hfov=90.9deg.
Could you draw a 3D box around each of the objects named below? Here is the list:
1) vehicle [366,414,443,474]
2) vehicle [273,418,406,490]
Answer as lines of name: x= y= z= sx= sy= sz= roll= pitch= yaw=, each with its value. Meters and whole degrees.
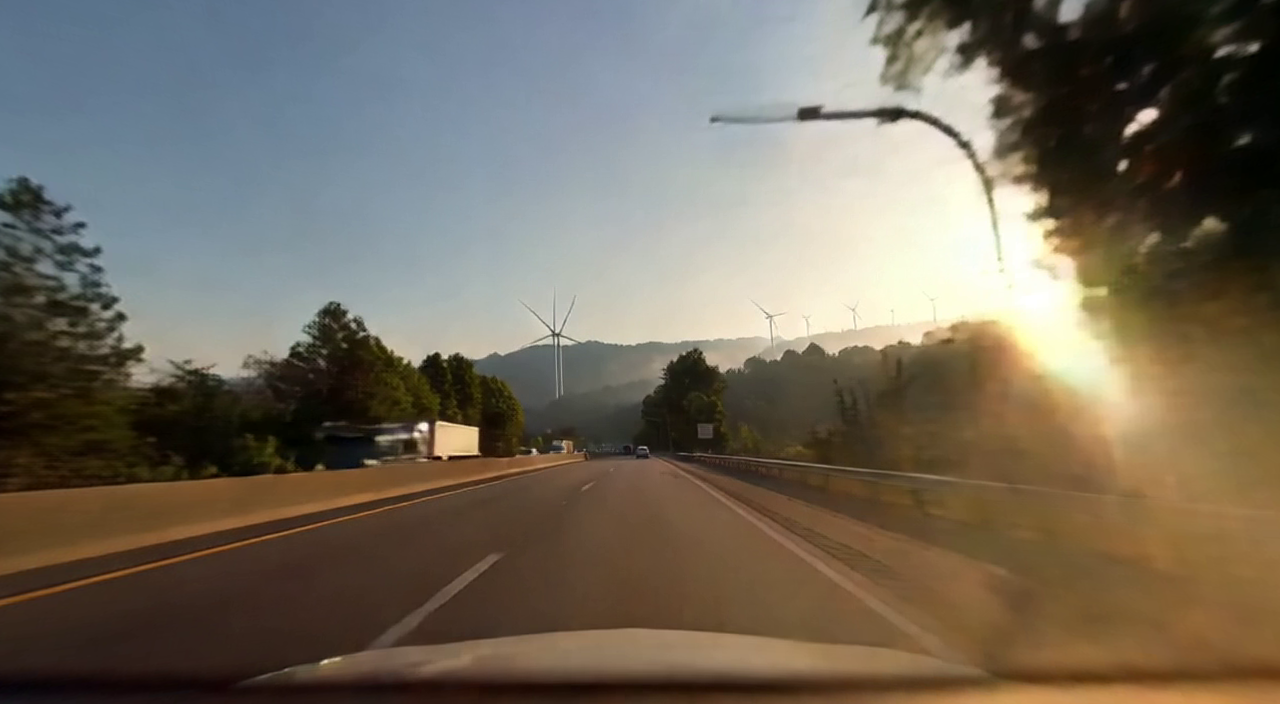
vehicle: x=-16.505 y=6.556 z=44.716 sx=3.031 sy=3.931 sz=6.017 roll=0 pitch=-9 yaw=0
vehicle: x=-12.745 y=4.433 z=27.499 sx=2.231 sy=2.700 sz=6.933 roll=-1 pitch=-9 yaw=1
